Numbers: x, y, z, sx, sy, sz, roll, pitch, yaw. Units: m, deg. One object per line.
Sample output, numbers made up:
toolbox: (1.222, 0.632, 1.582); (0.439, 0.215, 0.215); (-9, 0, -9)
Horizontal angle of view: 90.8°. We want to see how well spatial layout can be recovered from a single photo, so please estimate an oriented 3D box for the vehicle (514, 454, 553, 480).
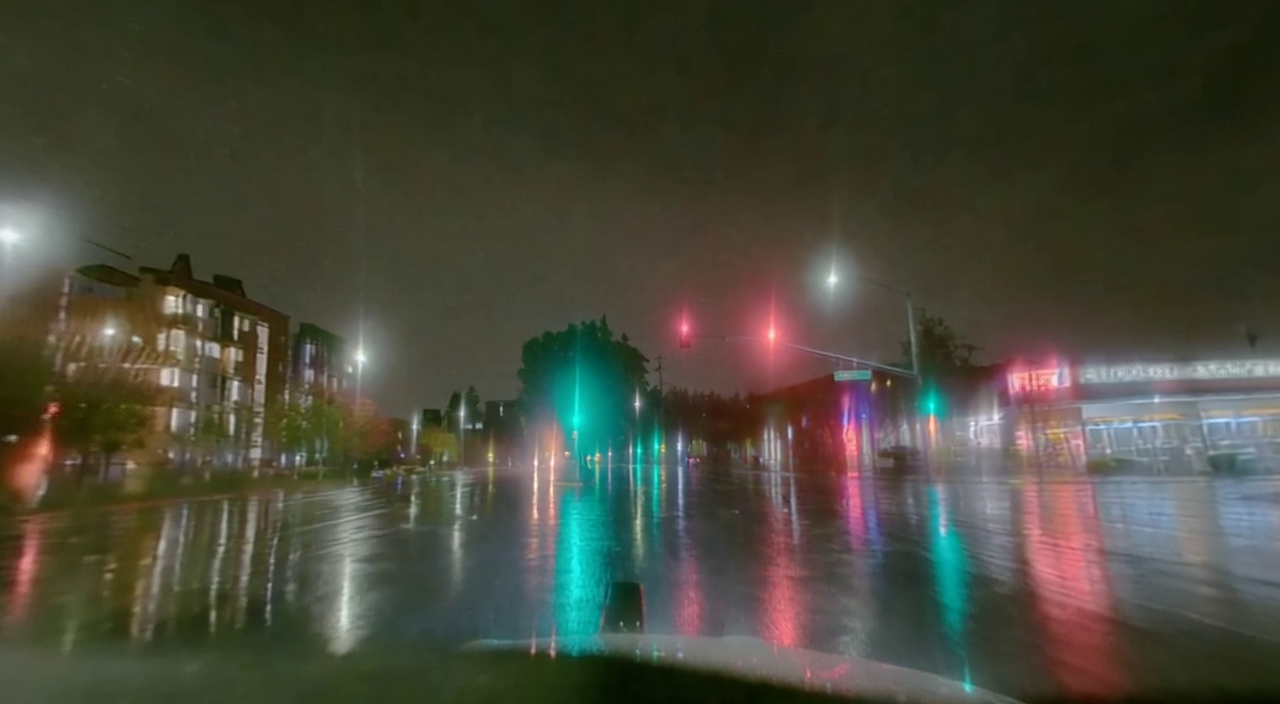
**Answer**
vehicle: (-6.560, 7.099, 39.335); (1.894, 1.474, 4.332); (0, -8, -3)
